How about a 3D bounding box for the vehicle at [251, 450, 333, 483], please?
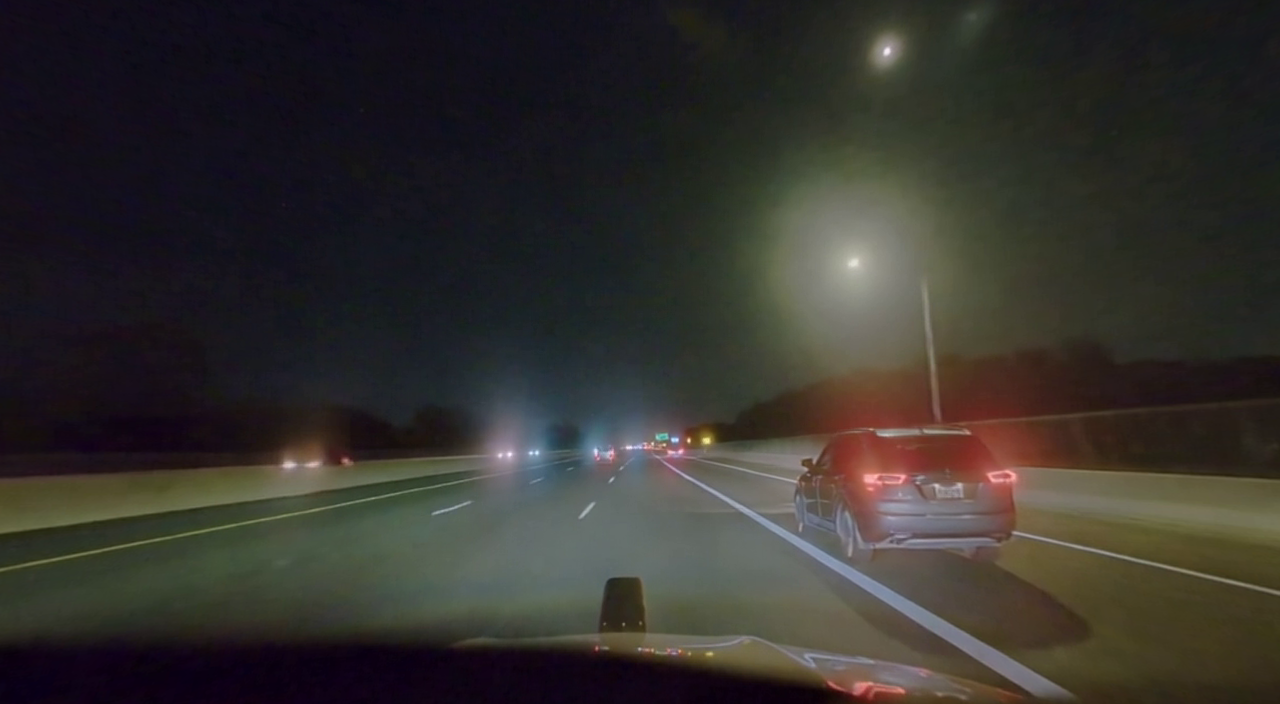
[{"bbox_3d":[-20.485,6.732,37.400,2.166,1.740,4.691,0,-8,0],"label":"vehicle"}]
